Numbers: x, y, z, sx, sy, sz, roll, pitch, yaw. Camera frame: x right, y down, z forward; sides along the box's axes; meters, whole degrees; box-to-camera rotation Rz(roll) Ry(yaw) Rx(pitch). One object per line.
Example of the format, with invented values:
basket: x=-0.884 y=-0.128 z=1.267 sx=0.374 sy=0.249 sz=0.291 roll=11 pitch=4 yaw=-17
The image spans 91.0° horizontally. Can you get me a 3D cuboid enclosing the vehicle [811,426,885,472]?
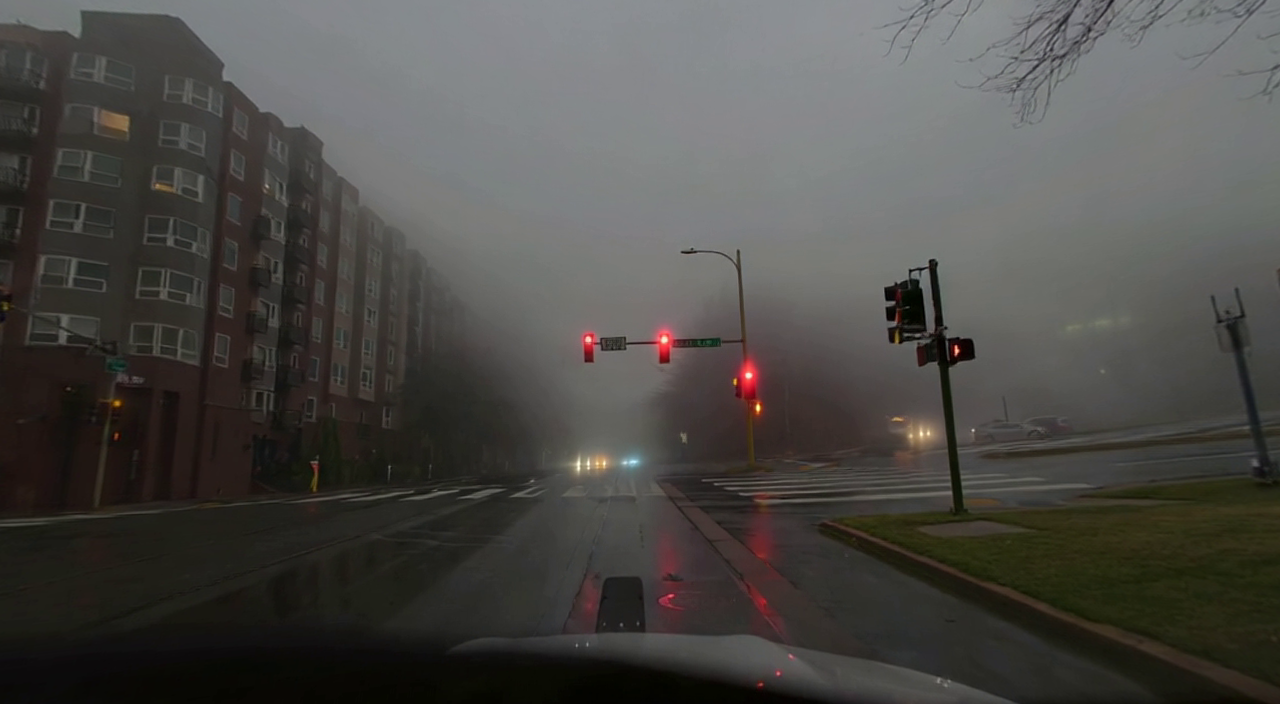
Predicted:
vehicle: x=15.115 y=7.134 z=46.343 sx=2.948 sy=3.071 sz=7.295 roll=0 pitch=-9 yaw=1

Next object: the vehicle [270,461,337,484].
vehicle: x=-24.668 y=8.817 z=46.284 sx=3.882 sy=1.600 sz=1.768 roll=0 pitch=-9 yaw=2
